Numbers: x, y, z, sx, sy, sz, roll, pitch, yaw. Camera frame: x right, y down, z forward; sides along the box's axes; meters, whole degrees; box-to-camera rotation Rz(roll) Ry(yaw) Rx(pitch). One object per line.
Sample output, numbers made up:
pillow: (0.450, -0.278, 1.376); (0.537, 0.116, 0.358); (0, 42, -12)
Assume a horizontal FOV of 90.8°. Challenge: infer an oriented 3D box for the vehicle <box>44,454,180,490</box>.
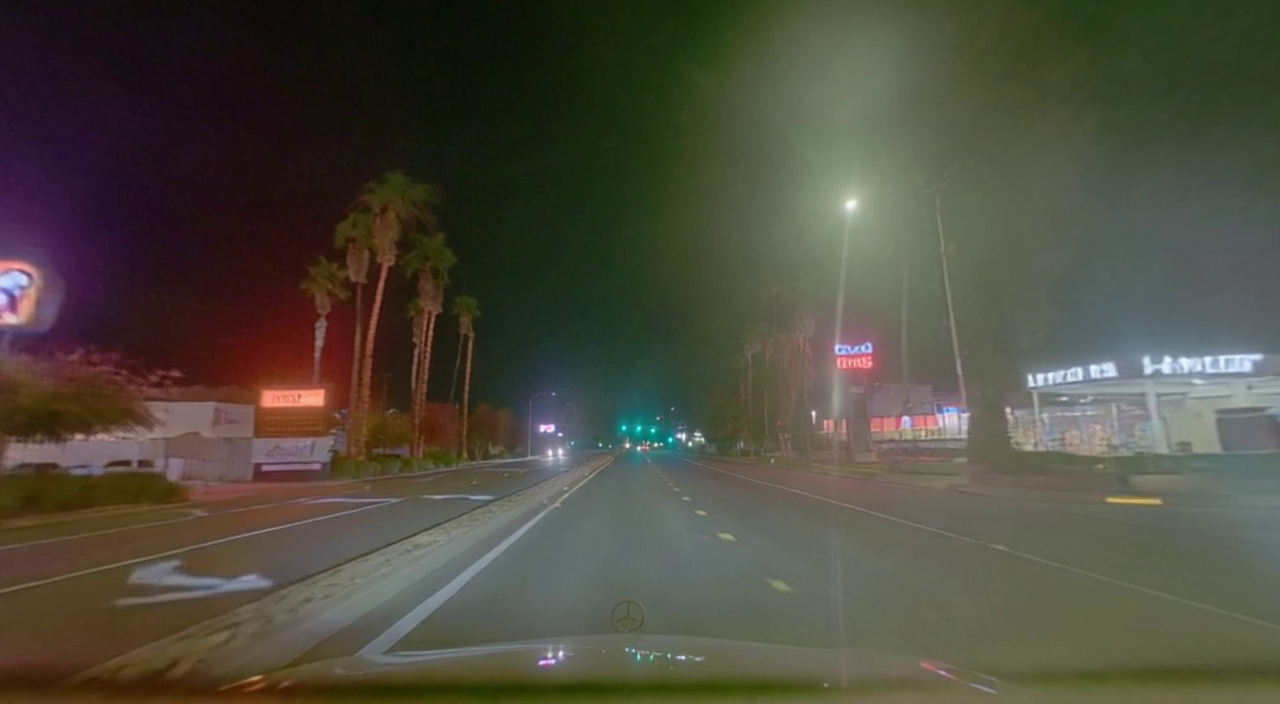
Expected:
vehicle: (-27.782, 6.315, 33.480); (4.922, 1.751, 2.195); (3, -9, -16)
